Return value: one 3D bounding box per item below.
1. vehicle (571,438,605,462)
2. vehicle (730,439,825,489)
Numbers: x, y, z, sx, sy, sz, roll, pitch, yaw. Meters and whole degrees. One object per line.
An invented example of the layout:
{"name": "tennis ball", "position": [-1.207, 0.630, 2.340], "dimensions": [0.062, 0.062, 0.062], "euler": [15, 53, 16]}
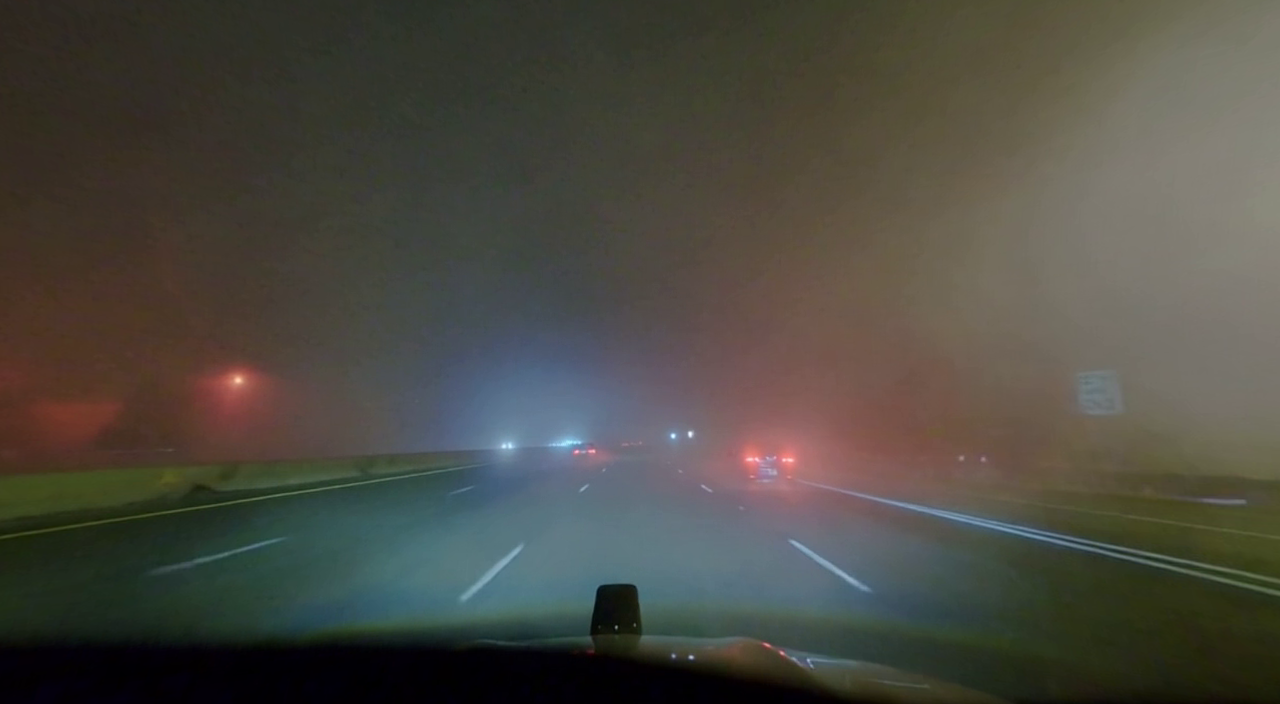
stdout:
{"name": "vehicle", "position": [-3.657, 6.958, 44.930], "dimensions": [2.048, 1.618, 4.424], "euler": [0, -9, 0]}
{"name": "vehicle", "position": [4.449, 3.690, 21.184], "dimensions": [2.060, 1.485, 4.274], "euler": [0, -9, -2]}
